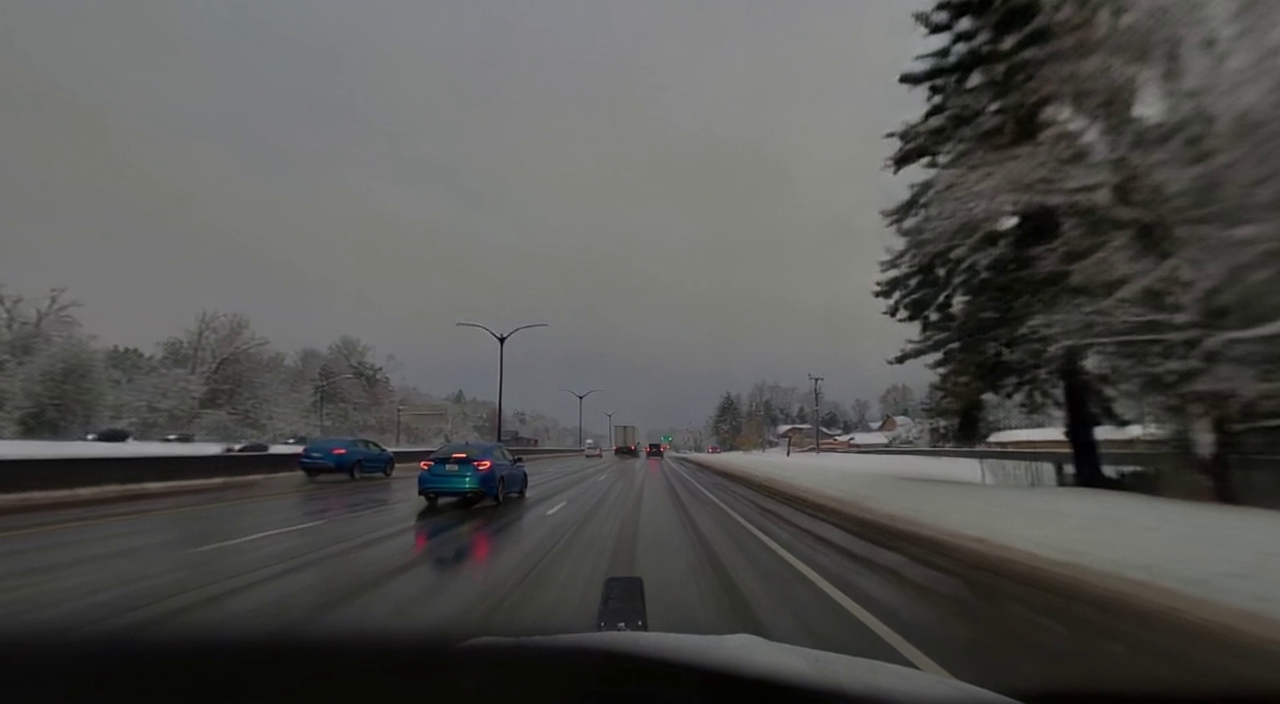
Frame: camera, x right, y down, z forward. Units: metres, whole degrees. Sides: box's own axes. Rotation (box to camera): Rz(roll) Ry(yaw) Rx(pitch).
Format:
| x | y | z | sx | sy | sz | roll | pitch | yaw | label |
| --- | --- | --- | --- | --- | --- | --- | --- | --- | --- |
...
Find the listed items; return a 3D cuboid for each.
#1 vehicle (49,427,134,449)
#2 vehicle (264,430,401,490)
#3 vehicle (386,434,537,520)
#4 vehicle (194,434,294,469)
| x | y | z | sx | sy | sz | roll | pitch | yaw | label |
| --- | --- | --- | --- | --- | --- | --- | --- | --- | --- |
| -40.263 | 6.355 | 46.439 | 1.878 | 1.527 | 4.802 | 0 | -8 | 1 | vehicle |
| -10.303 | 3.643 | 21.692 | 2.044 | 1.810 | 5.016 | 0 | -8 | 2 | vehicle |
| -3.486 | 2.501 | 13.117 | 1.953 | 1.511 | 3.704 | 0 | -8 | 1 | vehicle |
| -24.470 | 6.174 | 39.323 | 2.207 | 2.002 | 5.996 | 0 | -8 | 1 | vehicle |
